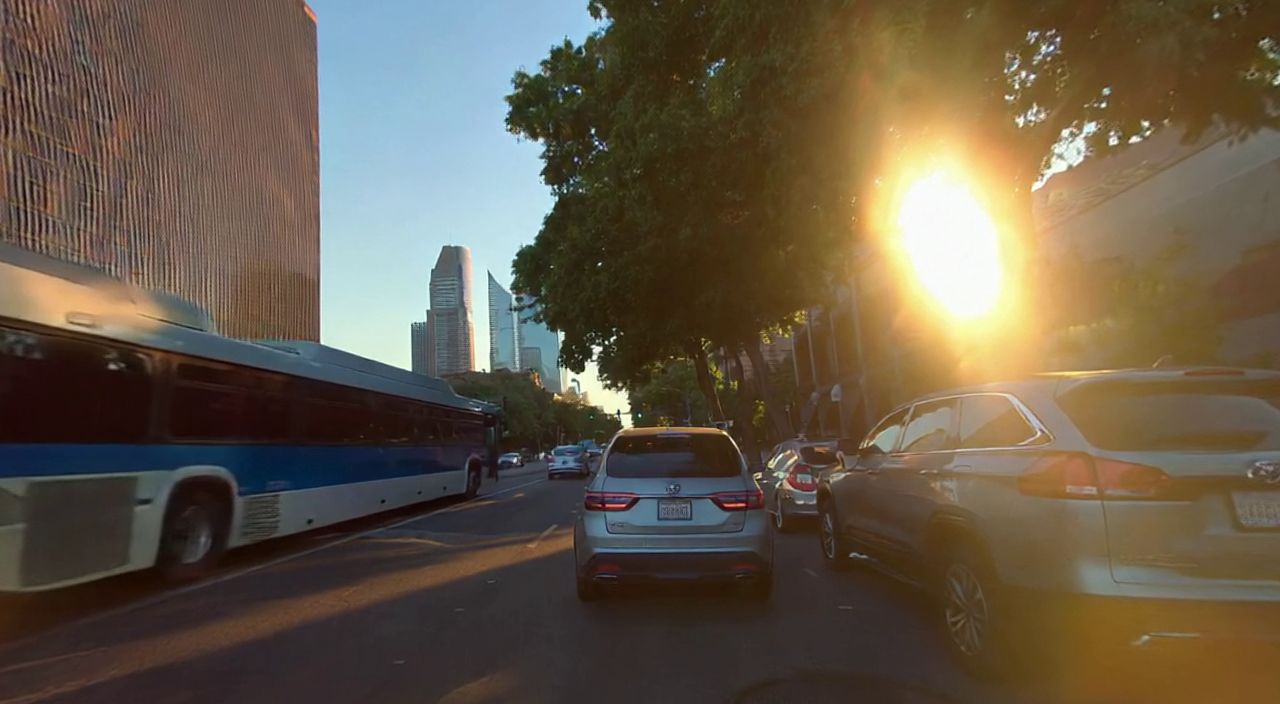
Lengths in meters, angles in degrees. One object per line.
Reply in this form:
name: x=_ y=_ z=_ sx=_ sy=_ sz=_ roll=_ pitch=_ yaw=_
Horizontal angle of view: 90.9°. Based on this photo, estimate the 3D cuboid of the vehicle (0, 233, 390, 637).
vehicle: x=-6.727 y=1.174 z=8.463 sx=2.907 sy=3.307 sz=9.137 roll=0 pitch=-9 yaw=0

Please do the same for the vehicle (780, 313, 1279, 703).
vehicle: x=2.756 y=1.114 z=4.977 sx=2.117 sy=1.855 sz=4.794 roll=0 pitch=-9 yaw=-1

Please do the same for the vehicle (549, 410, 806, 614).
vehicle: x=0.247 y=1.549 z=6.894 sx=2.045 sy=1.608 sz=3.573 roll=0 pitch=-9 yaw=-2
